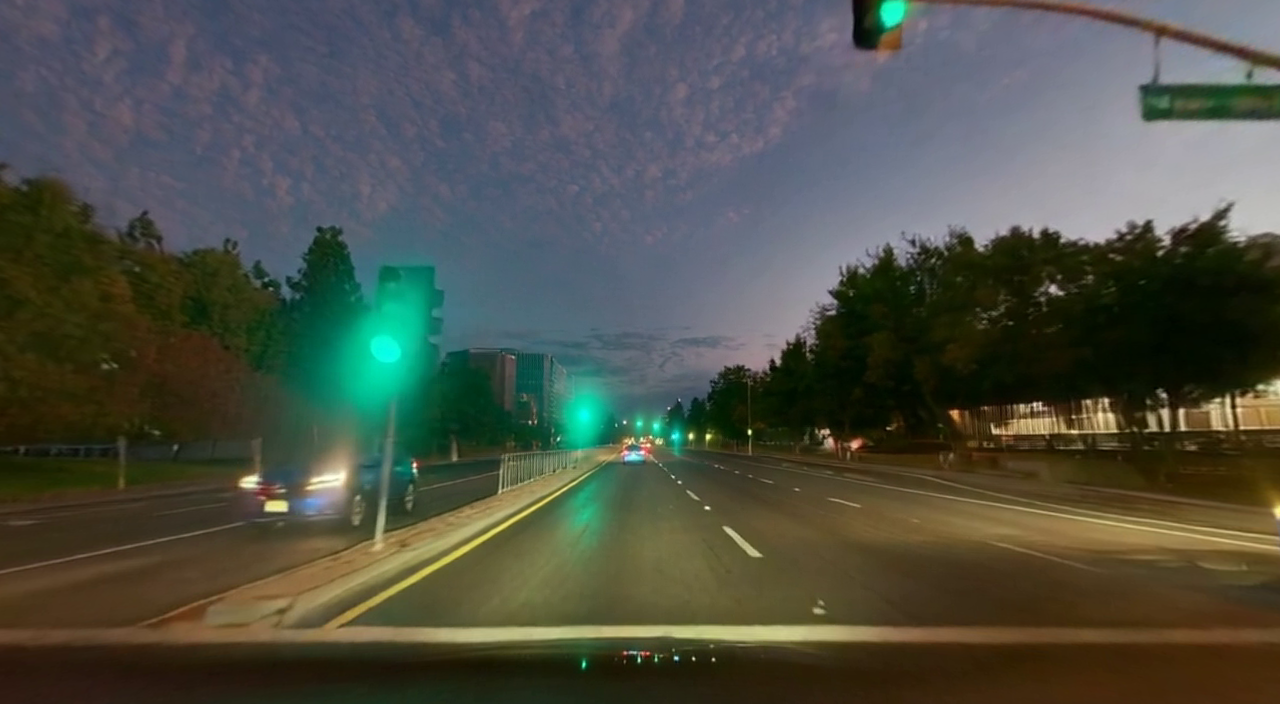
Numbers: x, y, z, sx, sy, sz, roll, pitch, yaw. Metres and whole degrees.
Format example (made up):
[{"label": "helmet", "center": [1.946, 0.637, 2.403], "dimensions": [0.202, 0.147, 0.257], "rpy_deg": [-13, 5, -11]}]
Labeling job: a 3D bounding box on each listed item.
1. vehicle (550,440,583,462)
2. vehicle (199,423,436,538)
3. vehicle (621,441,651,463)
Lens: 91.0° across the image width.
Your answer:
[{"label": "vehicle", "center": [-5.495, 7.493, 47.601], "dimensions": [1.939, 1.608, 3.924], "rpy_deg": [0, -9, 1]}, {"label": "vehicle", "center": [-5.323, 2.159, 11.185], "dimensions": [2.016, 1.631, 4.148], "rpy_deg": [0, -9, -1]}, {"label": "vehicle", "center": [-0.309, 7.131, 44.847], "dimensions": [2.064, 1.477, 3.968], "rpy_deg": [0, -9, -1]}]
